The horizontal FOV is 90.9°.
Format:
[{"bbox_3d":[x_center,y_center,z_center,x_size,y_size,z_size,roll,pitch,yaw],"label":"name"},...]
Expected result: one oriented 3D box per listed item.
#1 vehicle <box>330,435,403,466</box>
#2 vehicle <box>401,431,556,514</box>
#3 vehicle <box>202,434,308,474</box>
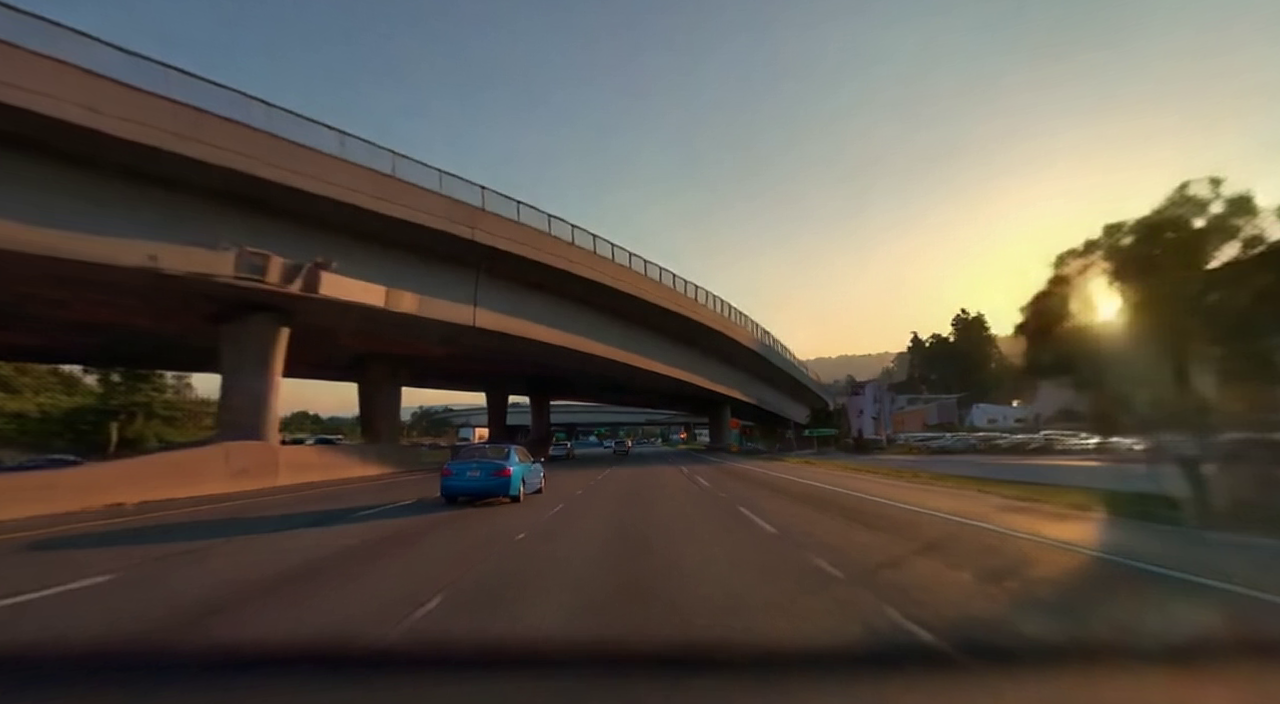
[{"bbox_3d":[-16.632,6.020,38.690,2.020,1.706,5.332,0,-8,1],"label":"vehicle"},{"bbox_3d":[-3.419,2.671,14.565,2.144,1.565,4.951,0,-8,2],"label":"vehicle"},{"bbox_3d":[-20.993,5.578,34.730,2.160,2.020,5.622,0,-8,1],"label":"vehicle"}]
